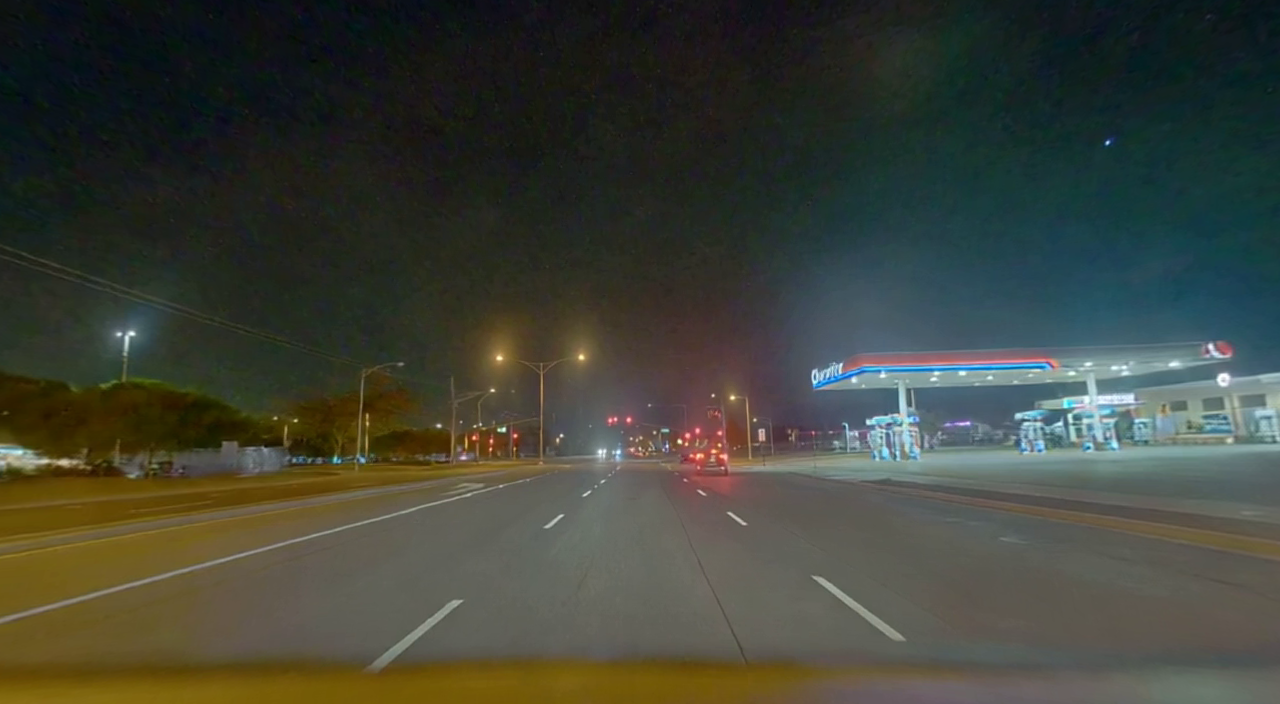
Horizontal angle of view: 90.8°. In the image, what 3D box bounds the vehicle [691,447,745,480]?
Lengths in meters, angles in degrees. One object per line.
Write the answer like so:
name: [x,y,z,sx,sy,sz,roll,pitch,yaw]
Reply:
vehicle: [3.812,5.558,31.715,2.113,1.470,4.867,0,-8,0]
